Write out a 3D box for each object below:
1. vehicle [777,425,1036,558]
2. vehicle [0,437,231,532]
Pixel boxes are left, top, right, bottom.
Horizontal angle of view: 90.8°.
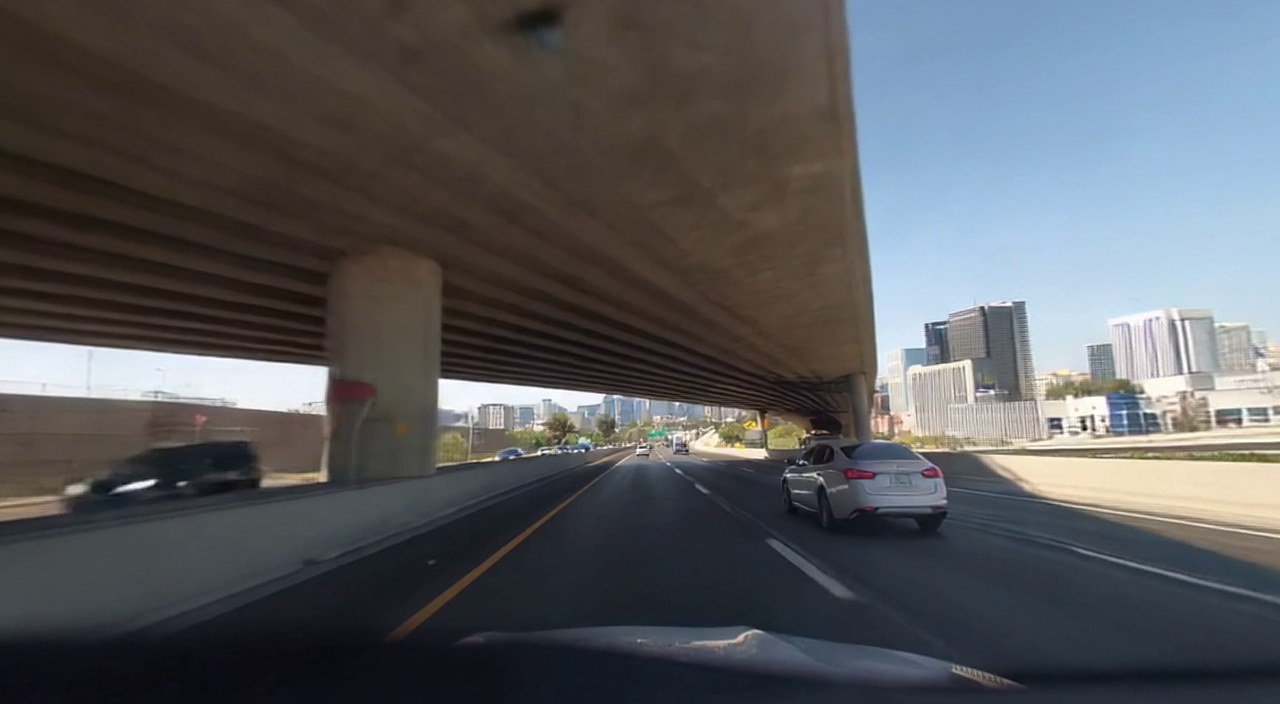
[{"bbox_3d":[3.631,1.979,9.771,1.982,1.533,4.612,0,-8,0],"label":"vehicle"},{"bbox_3d":[-11.266,2.700,13.546,1.912,1.682,4.427,0,-8,1],"label":"vehicle"}]
